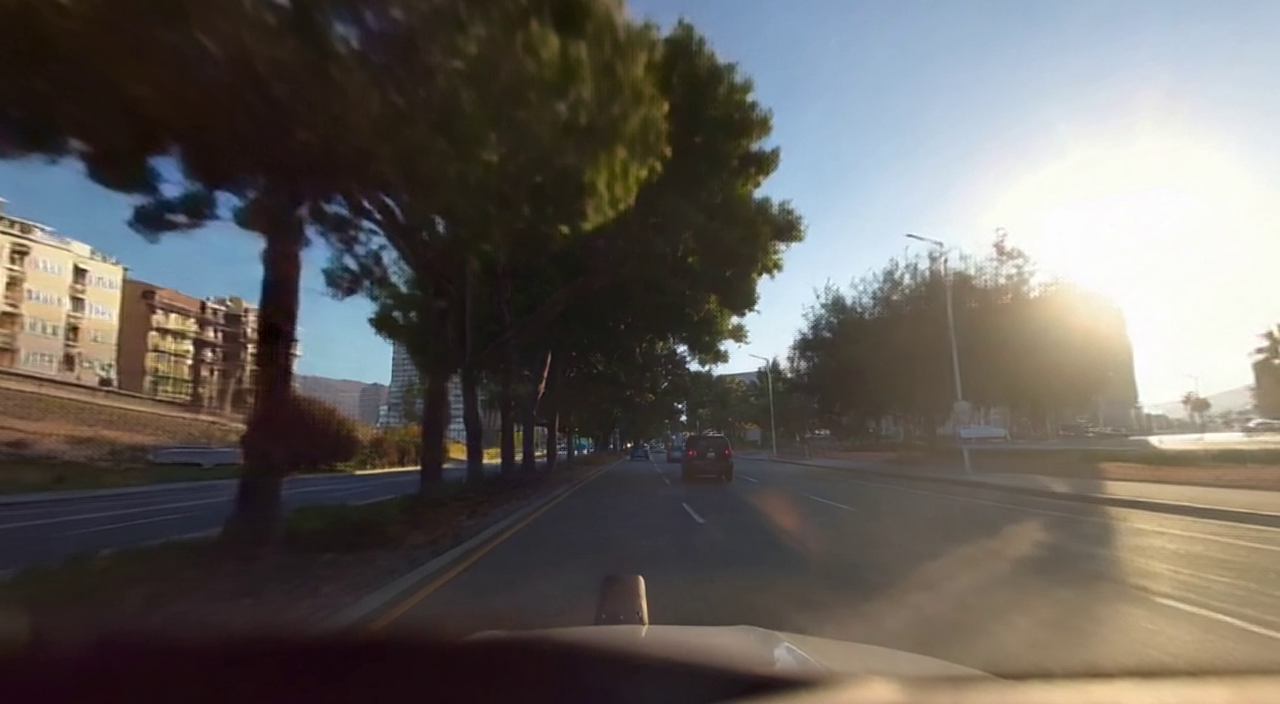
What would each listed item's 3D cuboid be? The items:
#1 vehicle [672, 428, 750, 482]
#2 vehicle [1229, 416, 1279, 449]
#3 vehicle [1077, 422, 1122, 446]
[{"bbox_3d":[2.806,4.288,26.494,2.559,2.017,5.562,0,-9,-1],"label":"vehicle"},{"bbox_3d":[38.749,5.002,38.989,2.227,1.884,5.589,-6,-10,31],"label":"vehicle"},{"bbox_3d":[34.949,6.285,48.157,2.287,1.669,4.382,-5,-10,31],"label":"vehicle"}]
